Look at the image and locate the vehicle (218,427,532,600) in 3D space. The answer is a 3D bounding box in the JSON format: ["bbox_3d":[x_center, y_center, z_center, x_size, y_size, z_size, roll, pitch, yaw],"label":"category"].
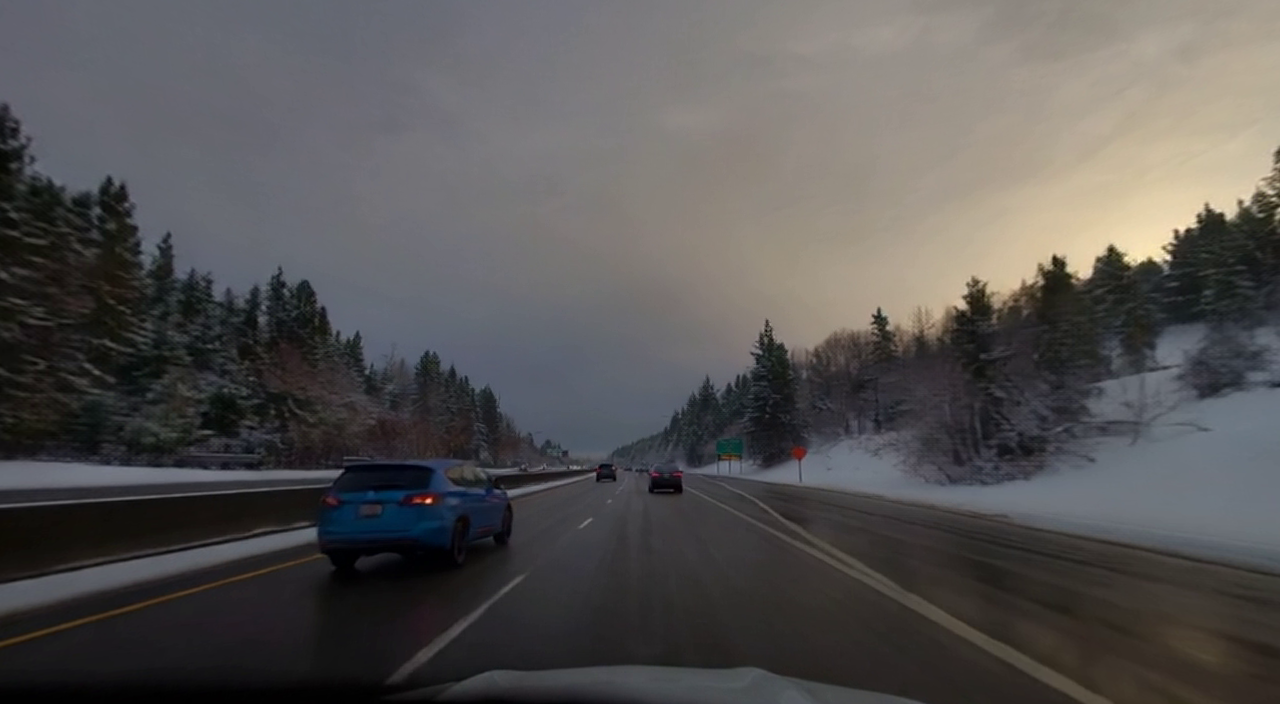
[{"bbox_3d":[-3.050,2.040,8.691,2.176,1.678,4.724,0,-11,1],"label":"vehicle"}]

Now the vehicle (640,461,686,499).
[{"bbox_3d":[0.993,5.792,28.688,1.905,1.559,3.491,1,-11,-1],"label":"vehicle"}]
